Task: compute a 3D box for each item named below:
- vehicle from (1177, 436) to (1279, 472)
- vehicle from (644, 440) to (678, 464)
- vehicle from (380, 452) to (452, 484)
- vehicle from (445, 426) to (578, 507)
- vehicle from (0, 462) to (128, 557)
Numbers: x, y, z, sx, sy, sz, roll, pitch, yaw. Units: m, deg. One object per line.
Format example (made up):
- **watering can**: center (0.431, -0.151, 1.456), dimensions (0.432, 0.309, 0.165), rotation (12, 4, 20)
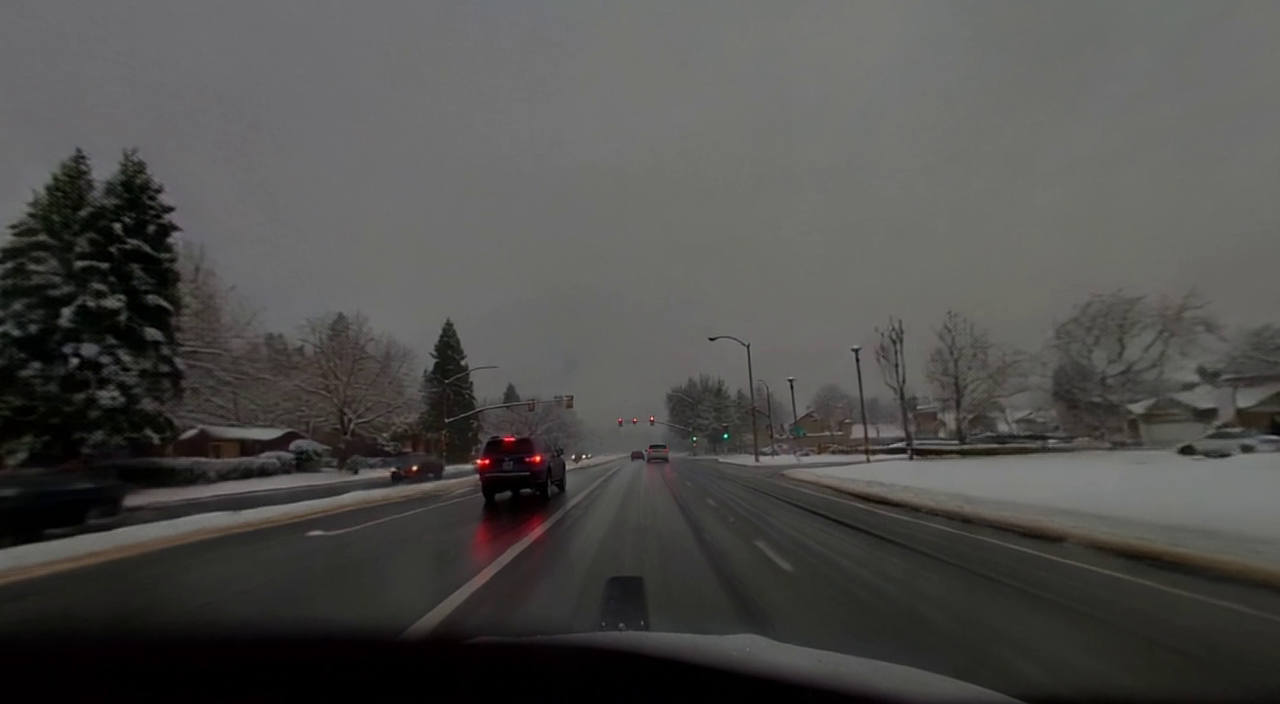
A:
- **vehicle**: center (29.079, 4.899, 30.622), dimensions (1.849, 1.466, 4.449), rotation (-5, -8, -1)
- **vehicle**: center (1.580, 7.885, 49.865), dimensions (2.437, 1.737, 4.420), rotation (0, -8, -2)
- **vehicle**: center (-11.606, 6.009, 33.019), dimensions (1.915, 1.493, 4.782), rotation (-1, -8, 1)
- **vehicle**: center (-3.250, 3.058, 17.371), dimensions (2.459, 1.825, 5.380), rotation (-1, -8, 1)
- **vehicle**: center (-11.722, 2.736, 10.867), dimensions (1.952, 1.500, 4.543), rotation (-1, -8, 0)
